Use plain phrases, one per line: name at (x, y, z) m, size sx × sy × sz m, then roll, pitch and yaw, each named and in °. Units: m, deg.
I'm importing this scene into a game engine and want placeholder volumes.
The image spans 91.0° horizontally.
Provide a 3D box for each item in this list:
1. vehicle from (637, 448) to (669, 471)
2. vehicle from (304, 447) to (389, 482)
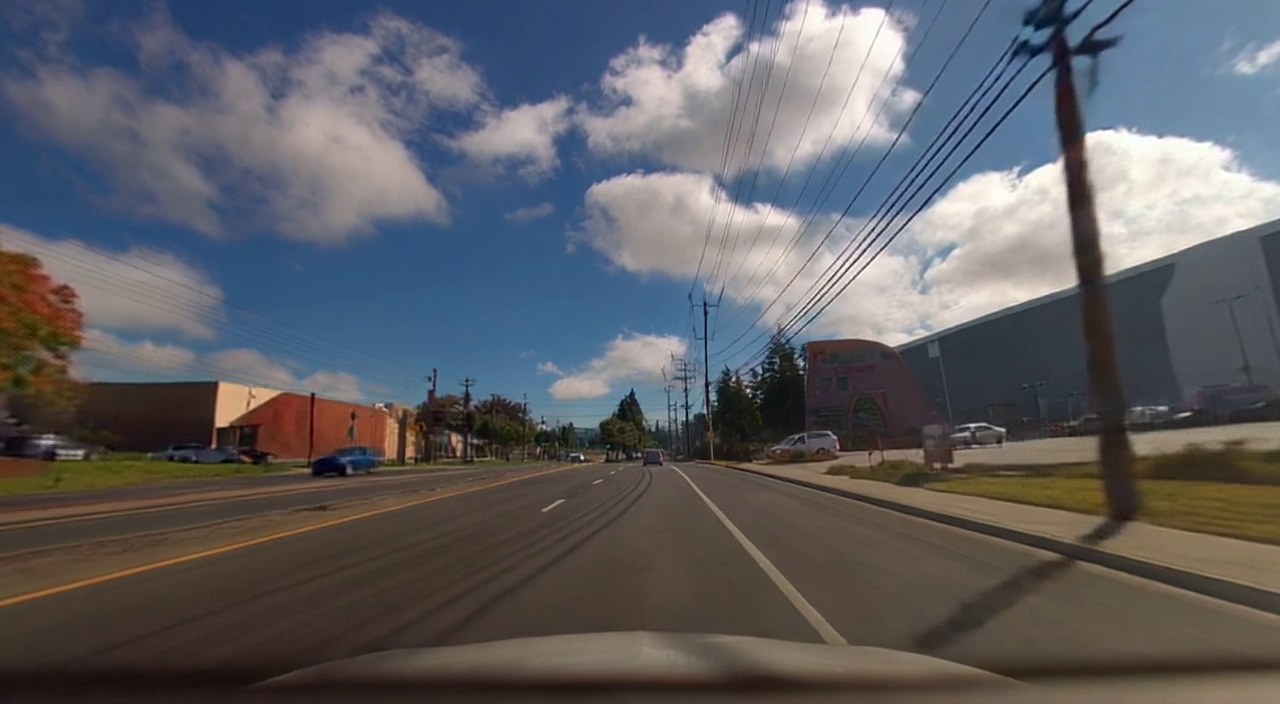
vehicle at (0.901, 7.407, 43.652) m, size 2.114 × 1.492 × 4.453 m, roll 0°, pitch -8°, yaw 1°
vehicle at (-13.905, 5.323, 30.129) m, size 1.831 × 1.474 × 4.352 m, roll 0°, pitch -8°, yaw 2°
